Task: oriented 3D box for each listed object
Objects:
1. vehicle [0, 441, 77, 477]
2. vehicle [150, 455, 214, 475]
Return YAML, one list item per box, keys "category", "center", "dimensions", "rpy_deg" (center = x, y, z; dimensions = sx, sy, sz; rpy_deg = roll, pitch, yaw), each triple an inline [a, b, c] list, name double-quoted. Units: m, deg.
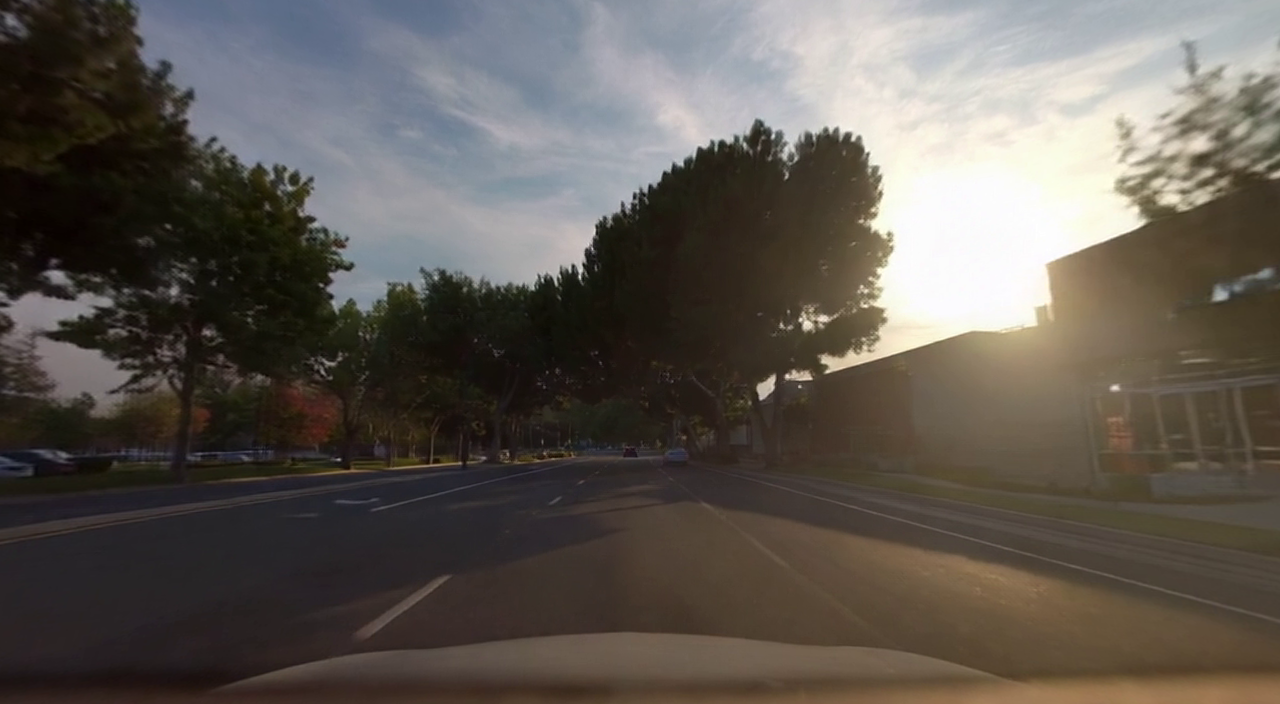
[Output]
- category: "vehicle"
  center: [-33.134, 5.800, 33.998]
  dimensions: [3.825, 1.489, 1.778]
  rpy_deg: [-6, -7, -2]
- category: "vehicle"
  center: [-32.824, 8.110, 45.113]
  dimensions: [3.282, 1.336, 1.542]
  rpy_deg: [0, -9, -5]
